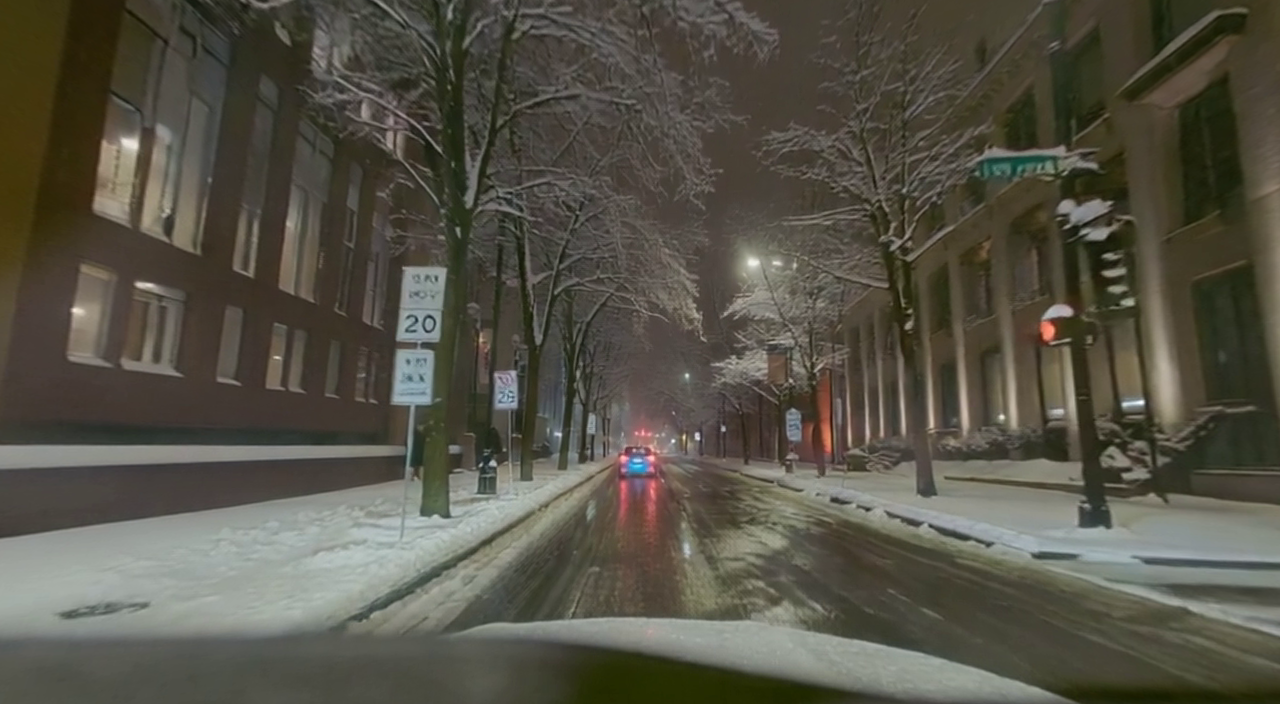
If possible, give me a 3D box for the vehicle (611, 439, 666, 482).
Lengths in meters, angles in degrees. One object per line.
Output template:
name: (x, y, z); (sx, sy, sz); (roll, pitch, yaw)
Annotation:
vehicle: (-0.090, 4.431, 25.933); (2.079, 1.621, 3.861); (0, -9, -1)
